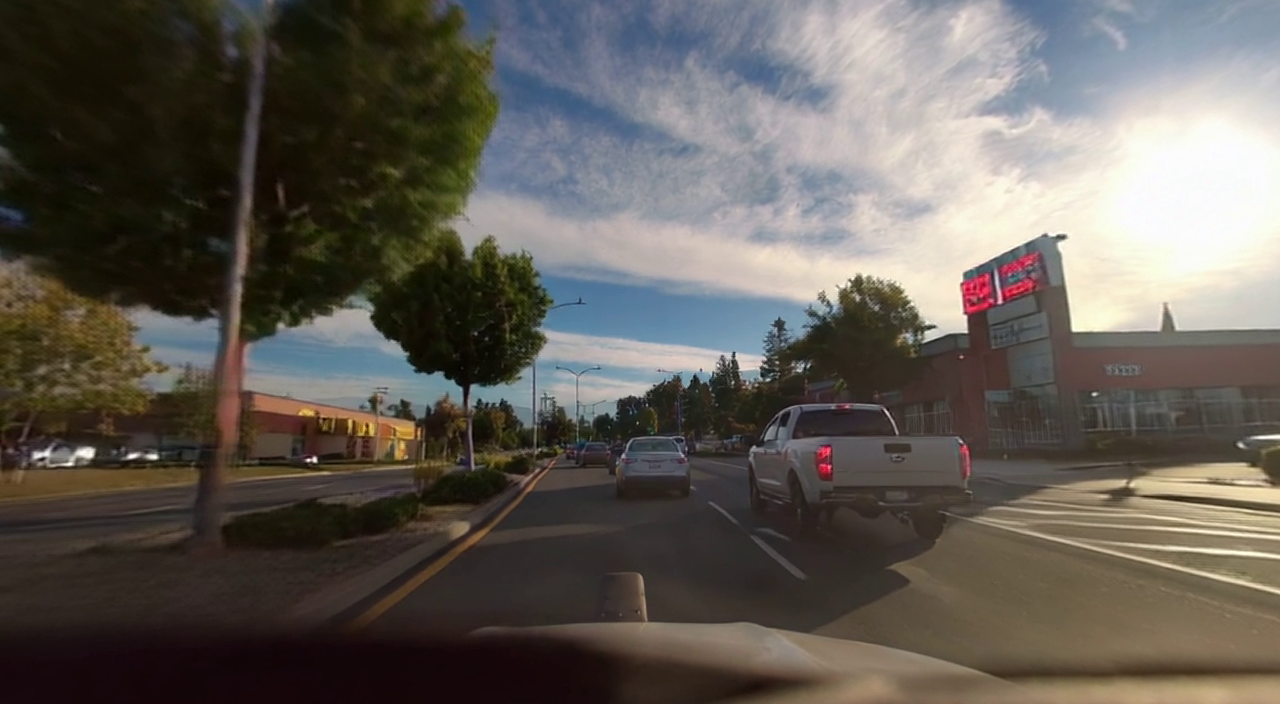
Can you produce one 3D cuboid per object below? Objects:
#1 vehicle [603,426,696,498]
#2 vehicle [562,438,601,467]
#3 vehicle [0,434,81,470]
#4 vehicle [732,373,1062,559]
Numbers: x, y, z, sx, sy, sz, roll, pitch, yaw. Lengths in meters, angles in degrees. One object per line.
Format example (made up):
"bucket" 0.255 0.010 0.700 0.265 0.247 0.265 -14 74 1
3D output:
"vehicle" 0.191 2.834 16.602 2.145 1.650 4.021 0 -8 -1
"vehicle" -3.200 5.430 34.156 1.960 1.475 4.161 1 -8 -6
"vehicle" -32.978 5.173 32.648 5.603 1.772 2.150 1 -8 -4
"vehicle" 3.347 1.730 10.210 2.731 2.101 6.047 0 -8 -1
